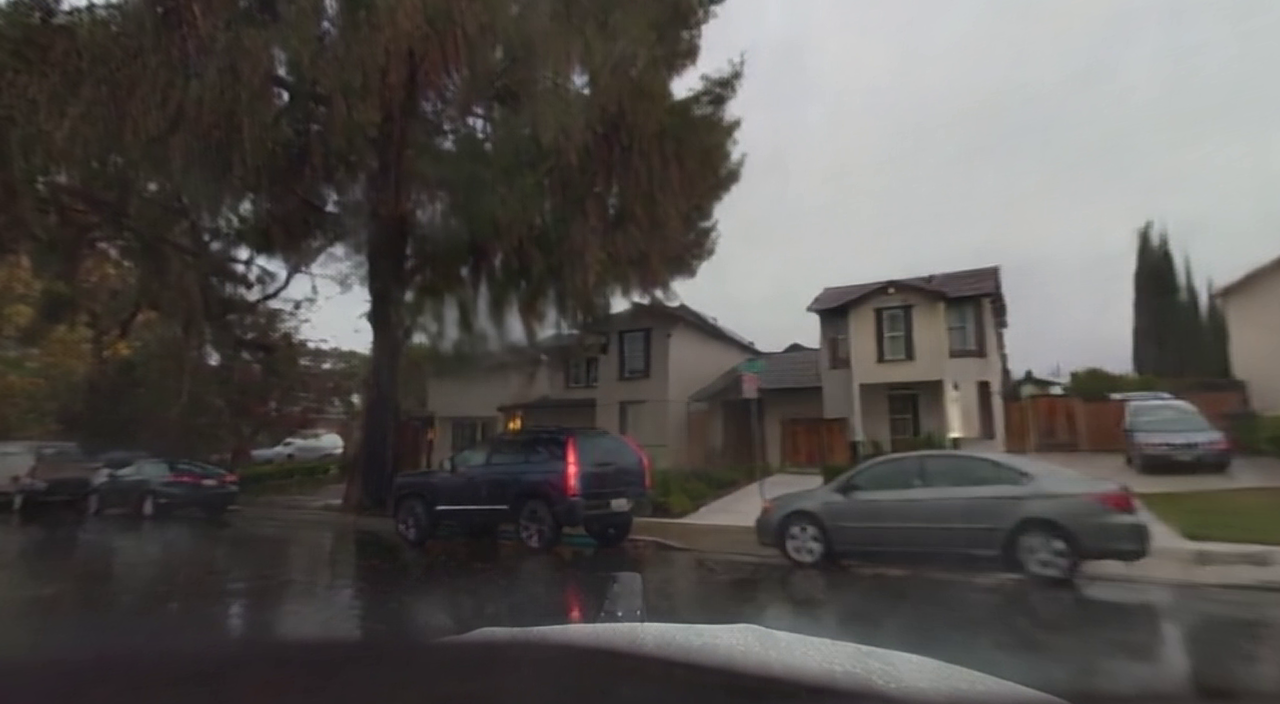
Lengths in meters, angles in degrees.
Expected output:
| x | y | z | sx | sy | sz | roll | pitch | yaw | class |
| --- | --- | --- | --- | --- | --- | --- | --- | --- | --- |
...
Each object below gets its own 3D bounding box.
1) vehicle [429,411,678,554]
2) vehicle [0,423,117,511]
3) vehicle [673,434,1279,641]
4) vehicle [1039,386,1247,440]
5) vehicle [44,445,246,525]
| x | y | z | sx | sy | sz | roll | pitch | yaw | class |
| --- | --- | --- | --- | --- | --- | --- | --- | --- | --- |
| -1.247 | 2.146 | 11.297 | 2.046 | 1.969 | 4.585 | -5 | -9 | 28 | vehicle |
| -17.300 | 3.099 | 17.736 | 4.893 | 2.129 | 1.993 | -2 | -8 | 28 | vehicle |
| 3.073 | 1.691 | 6.848 | 5.075 | 1.436 | 1.863 | -2 | -8 | 28 | vehicle |
| 14.971 | 1.869 | 19.103 | 4.565 | 1.479 | 1.775 | -2 | -8 | 26 | vehicle |
| -11.495 | 2.957 | 14.589 | 4.476 | 1.442 | 1.828 | -2 | -8 | 27 | vehicle |
